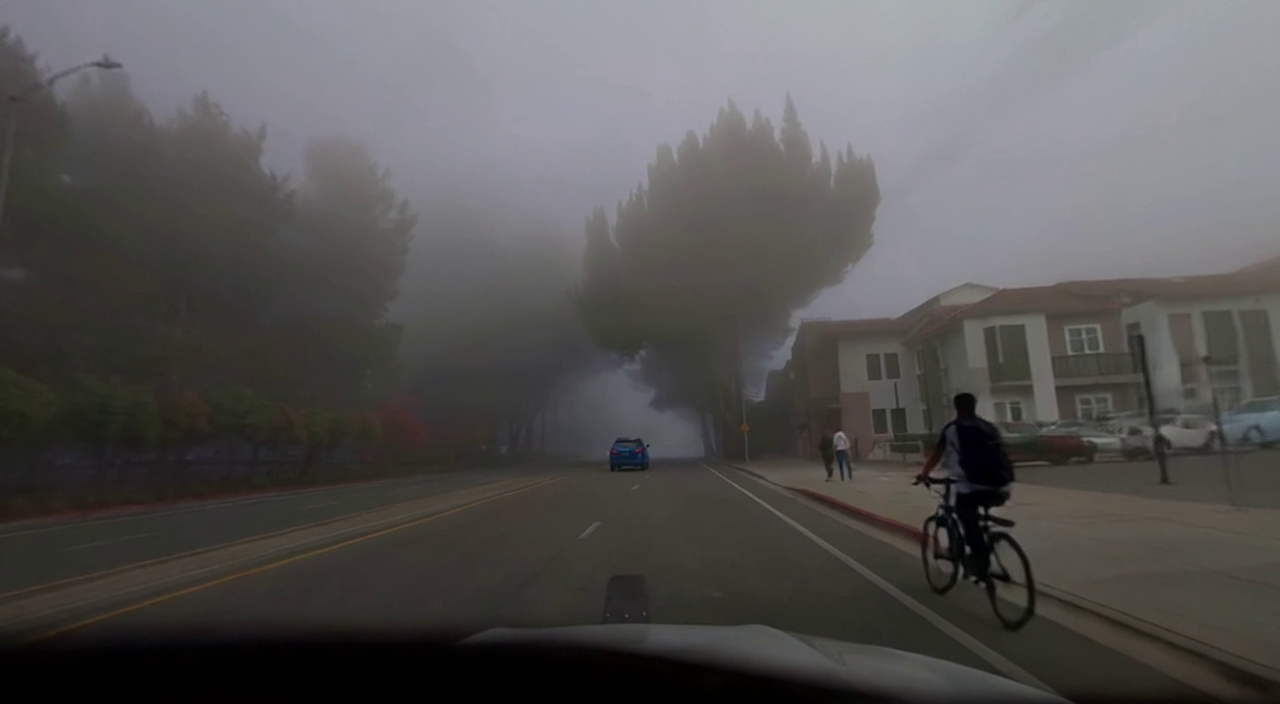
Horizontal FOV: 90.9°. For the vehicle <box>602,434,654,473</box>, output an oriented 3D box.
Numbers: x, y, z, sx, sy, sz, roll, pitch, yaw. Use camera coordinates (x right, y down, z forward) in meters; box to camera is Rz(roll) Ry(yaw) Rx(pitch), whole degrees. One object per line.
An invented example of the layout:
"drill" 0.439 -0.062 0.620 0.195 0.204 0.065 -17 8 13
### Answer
"vehicle" -0.550 5.308 33.103 2.294 1.859 5.127 -1 -8 3
